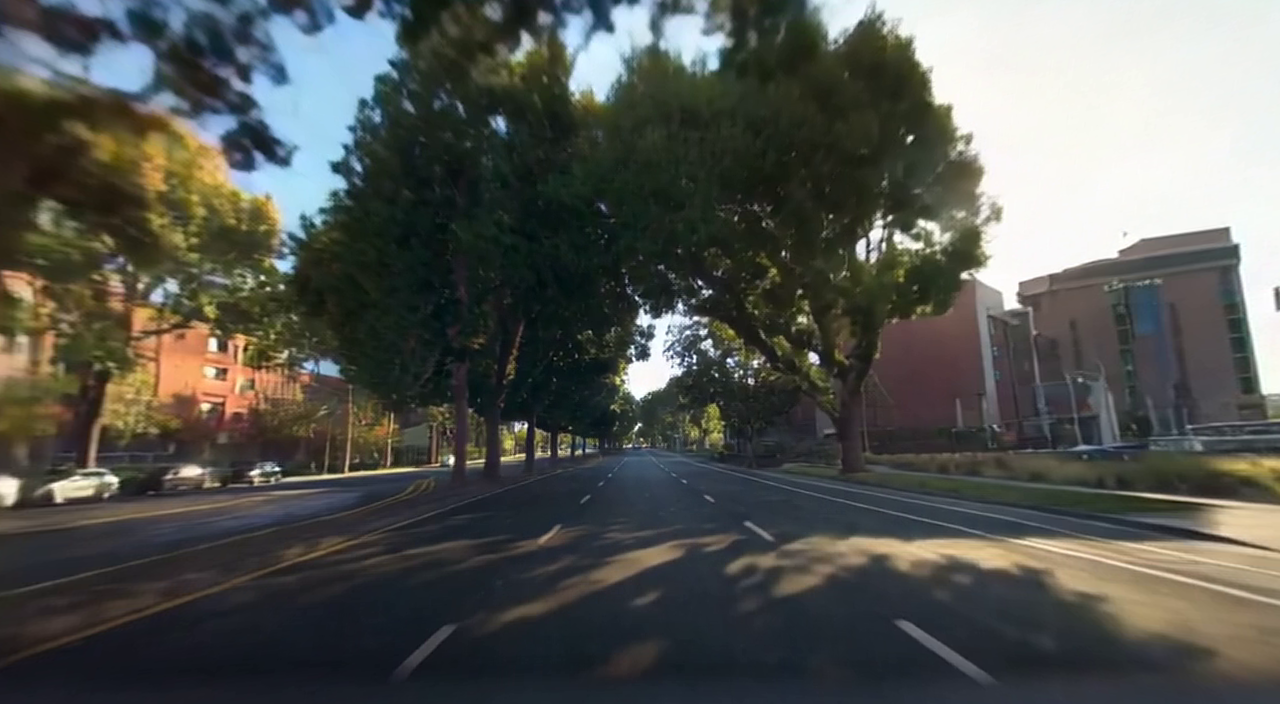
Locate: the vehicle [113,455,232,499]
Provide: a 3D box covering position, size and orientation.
[{"bbox_3d":[-22.131,5.889,30.187,2.043,1.816,4.776,0,-8,-1],"label":"vehicle"}]

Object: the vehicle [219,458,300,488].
[{"bbox_3d":[-21.939,6.980,36.685,1.841,1.505,4.664,0,-8,-1],"label":"vehicle"}]

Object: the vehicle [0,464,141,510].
[{"bbox_3d":[-22.031,5.178,24.538,1.897,1.462,4.278,0,-8,-3],"label":"vehicle"}]
